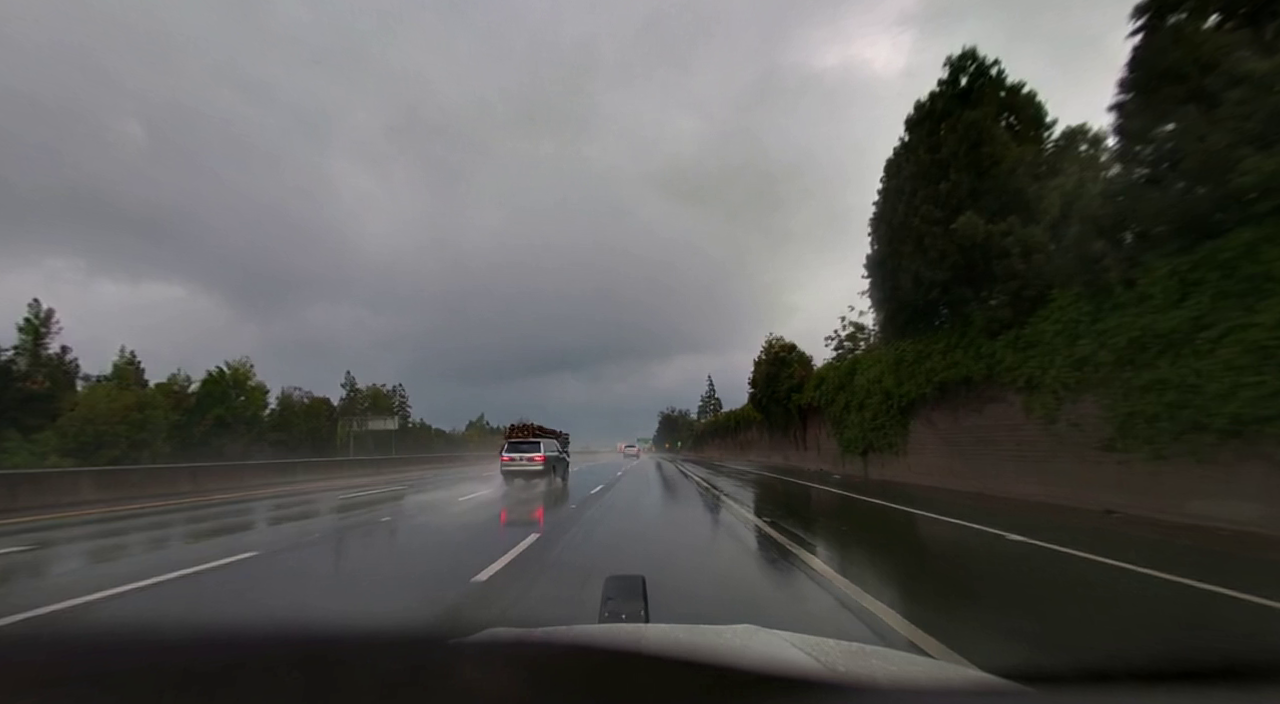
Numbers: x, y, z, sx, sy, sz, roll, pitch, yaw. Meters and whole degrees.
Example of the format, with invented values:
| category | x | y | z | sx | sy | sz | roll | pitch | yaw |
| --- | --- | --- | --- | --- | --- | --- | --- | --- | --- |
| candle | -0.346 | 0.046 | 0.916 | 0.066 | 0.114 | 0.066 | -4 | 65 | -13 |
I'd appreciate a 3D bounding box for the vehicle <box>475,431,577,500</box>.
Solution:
| category | x | y | z | sx | sy | sz | roll | pitch | yaw |
| --- | --- | --- | --- | --- | --- | --- | --- | --- | --- |
| vehicle | -3.196 | 3.286 | 18.687 | 2.114 | 1.787 | 4.365 | 0 | -8 | 1 |
